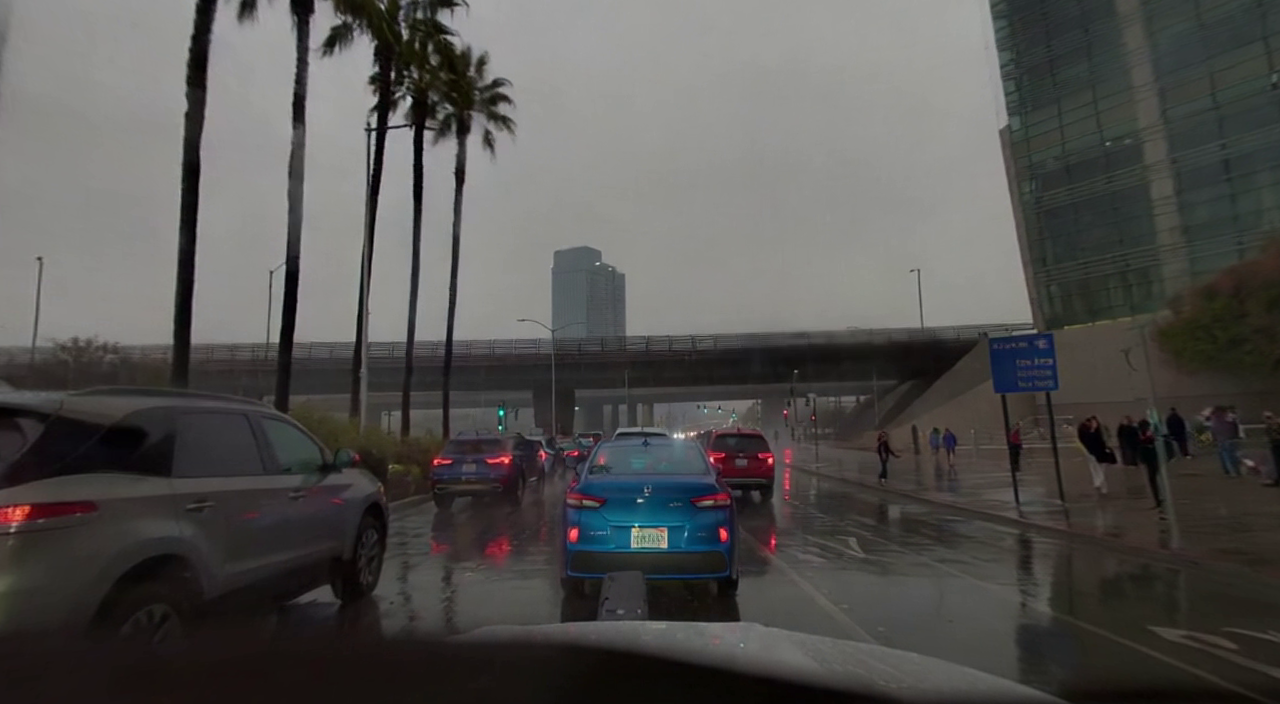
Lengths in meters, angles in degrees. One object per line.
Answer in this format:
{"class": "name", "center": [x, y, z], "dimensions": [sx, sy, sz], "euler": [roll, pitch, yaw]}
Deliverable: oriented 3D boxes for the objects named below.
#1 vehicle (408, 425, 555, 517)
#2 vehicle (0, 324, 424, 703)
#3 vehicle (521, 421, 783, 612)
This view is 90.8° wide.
{"class": "vehicle", "center": [-3.161, 2.467, 13.551], "dimensions": [1.955, 1.637, 4.032], "euler": [0, -8, 2]}
{"class": "vehicle", "center": [-3.249, 1.074, 4.190], "dimensions": [2.014, 1.740, 4.359], "euler": [0, -8, 1]}
{"class": "vehicle", "center": [0.073, 1.586, 7.039], "dimensions": [2.036, 1.461, 4.129], "euler": [0, -8, -1]}
